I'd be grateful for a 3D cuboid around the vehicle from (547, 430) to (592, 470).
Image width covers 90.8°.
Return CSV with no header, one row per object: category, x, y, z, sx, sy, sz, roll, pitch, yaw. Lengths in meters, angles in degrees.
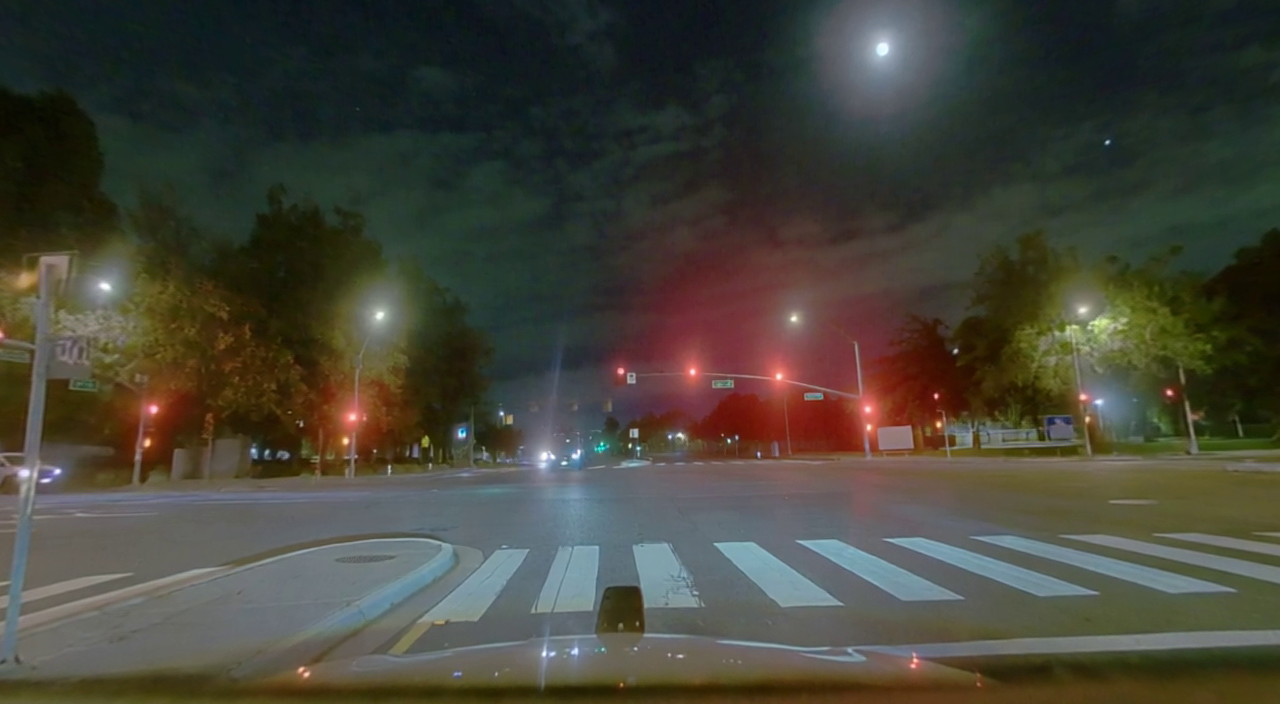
vehicle,-4.525,6.373,41.280,2.465,2.404,5.791,0,-8,-2
